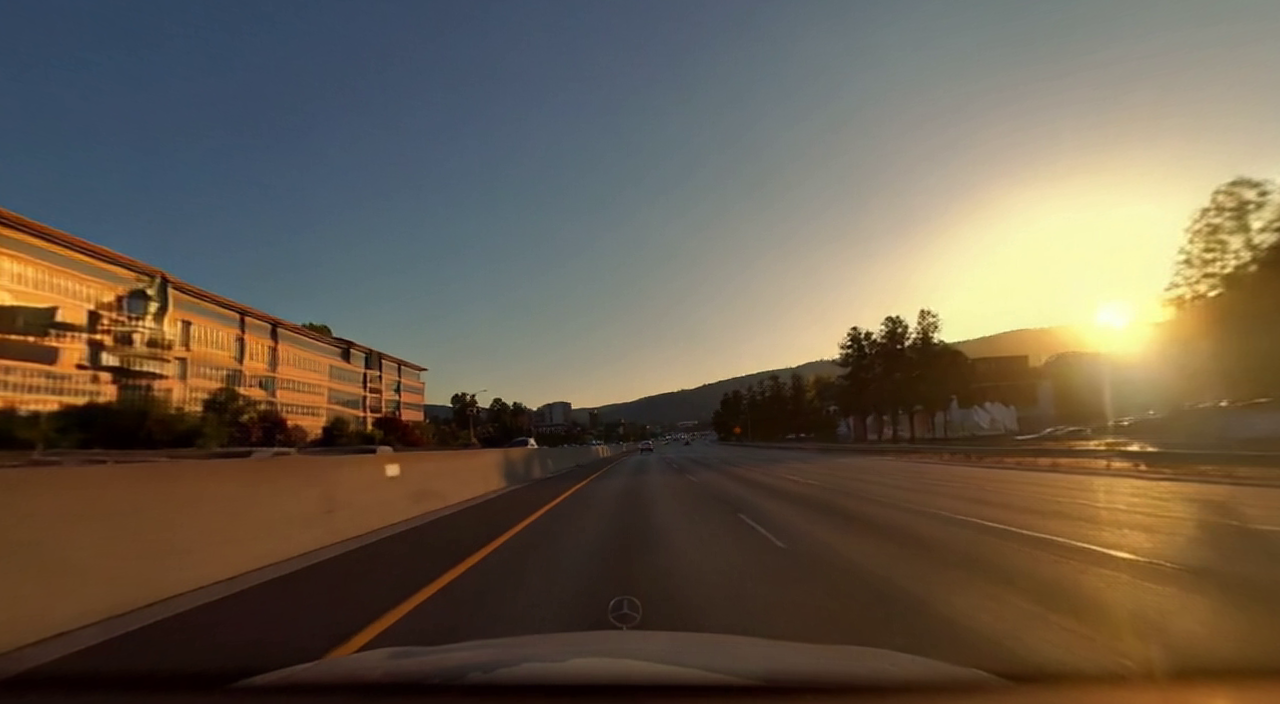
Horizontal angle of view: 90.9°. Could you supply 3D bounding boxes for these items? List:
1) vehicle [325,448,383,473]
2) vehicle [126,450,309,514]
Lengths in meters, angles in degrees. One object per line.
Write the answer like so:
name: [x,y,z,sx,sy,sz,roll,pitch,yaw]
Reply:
vehicle: [-21.921,8.298,48.577,2.059,1.784,5.055,0,-8,0]
vehicle: [-11.562,3.537,17.768,1.910,1.499,4.634,0,-8,0]
